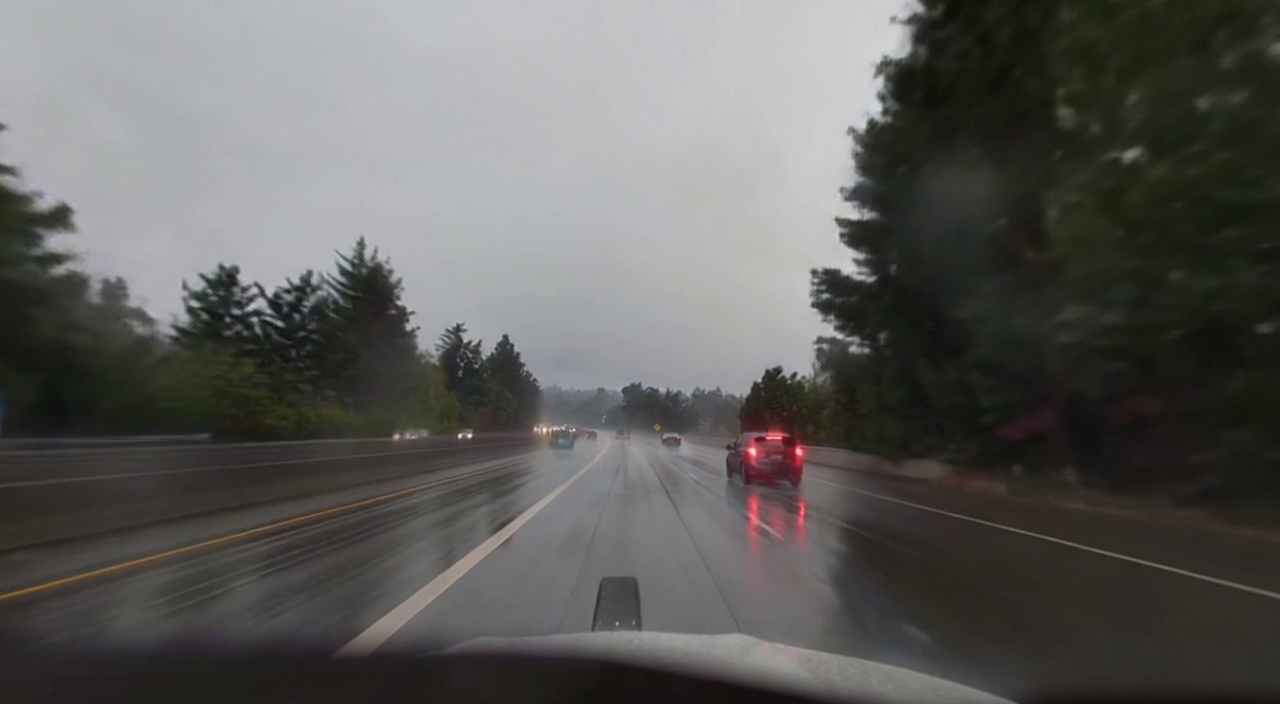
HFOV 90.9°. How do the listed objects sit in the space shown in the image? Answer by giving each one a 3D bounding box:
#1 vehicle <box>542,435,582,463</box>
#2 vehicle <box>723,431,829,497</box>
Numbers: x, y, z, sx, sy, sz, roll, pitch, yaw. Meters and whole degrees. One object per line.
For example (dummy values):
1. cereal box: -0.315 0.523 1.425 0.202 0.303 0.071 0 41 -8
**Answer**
1. vehicle: -4.574 5.711 37.417 1.941 1.529 4.111 0 -8 -1
2. vehicle: 3.495 2.929 16.952 1.883 1.536 3.792 0 -8 -2
